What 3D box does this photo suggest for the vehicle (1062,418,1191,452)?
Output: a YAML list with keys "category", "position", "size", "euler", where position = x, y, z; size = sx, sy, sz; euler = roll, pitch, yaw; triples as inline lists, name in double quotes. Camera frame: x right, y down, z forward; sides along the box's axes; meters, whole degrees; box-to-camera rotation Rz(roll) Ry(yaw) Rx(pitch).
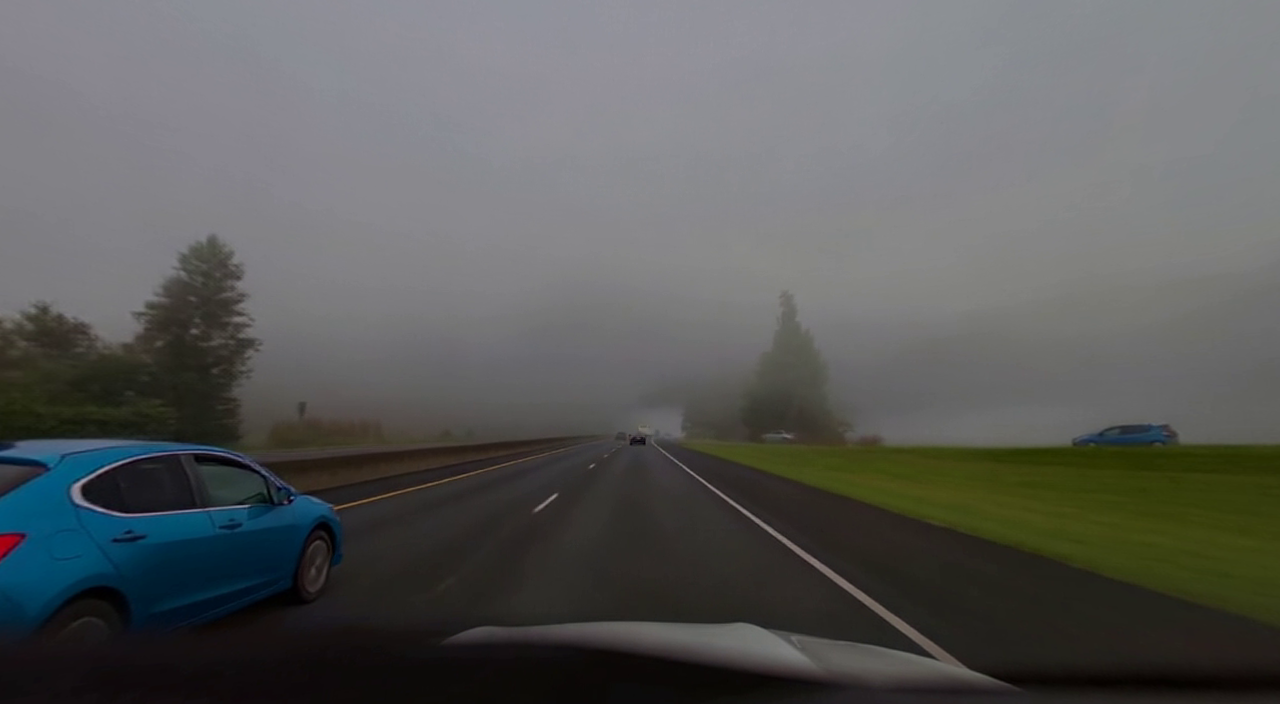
- category: "vehicle"
  position: [23.173, 3.997, 30.092]
  size: [1.992, 1.486, 4.406]
  euler: [6, -10, -37]
